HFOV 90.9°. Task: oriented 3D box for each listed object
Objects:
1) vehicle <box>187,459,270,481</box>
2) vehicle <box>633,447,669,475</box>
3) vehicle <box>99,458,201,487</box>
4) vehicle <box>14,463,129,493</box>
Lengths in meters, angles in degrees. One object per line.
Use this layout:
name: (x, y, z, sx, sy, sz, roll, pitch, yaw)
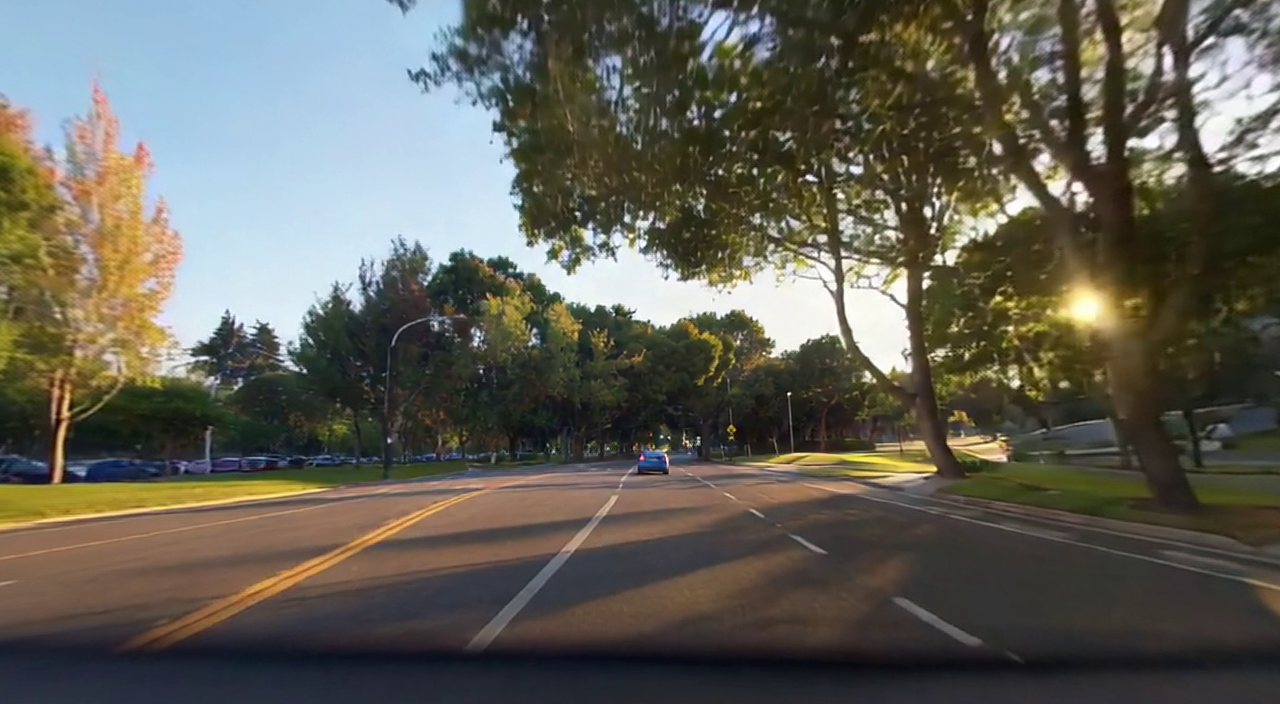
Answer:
vehicle: (-29.934, 8.573, 45.948, 4.617, 1.450, 1.968, -1, -8, 1)
vehicle: (0.591, 6.211, 36.147, 1.978, 1.499, 3.915, 0, -8, 0)
vehicle: (-29.503, 7.262, 38.070, 4.389, 1.588, 2.048, 0, -8, 1)
vehicle: (-29.918, 6.624, 33.260, 4.316, 1.438, 1.843, -1, -8, 1)
